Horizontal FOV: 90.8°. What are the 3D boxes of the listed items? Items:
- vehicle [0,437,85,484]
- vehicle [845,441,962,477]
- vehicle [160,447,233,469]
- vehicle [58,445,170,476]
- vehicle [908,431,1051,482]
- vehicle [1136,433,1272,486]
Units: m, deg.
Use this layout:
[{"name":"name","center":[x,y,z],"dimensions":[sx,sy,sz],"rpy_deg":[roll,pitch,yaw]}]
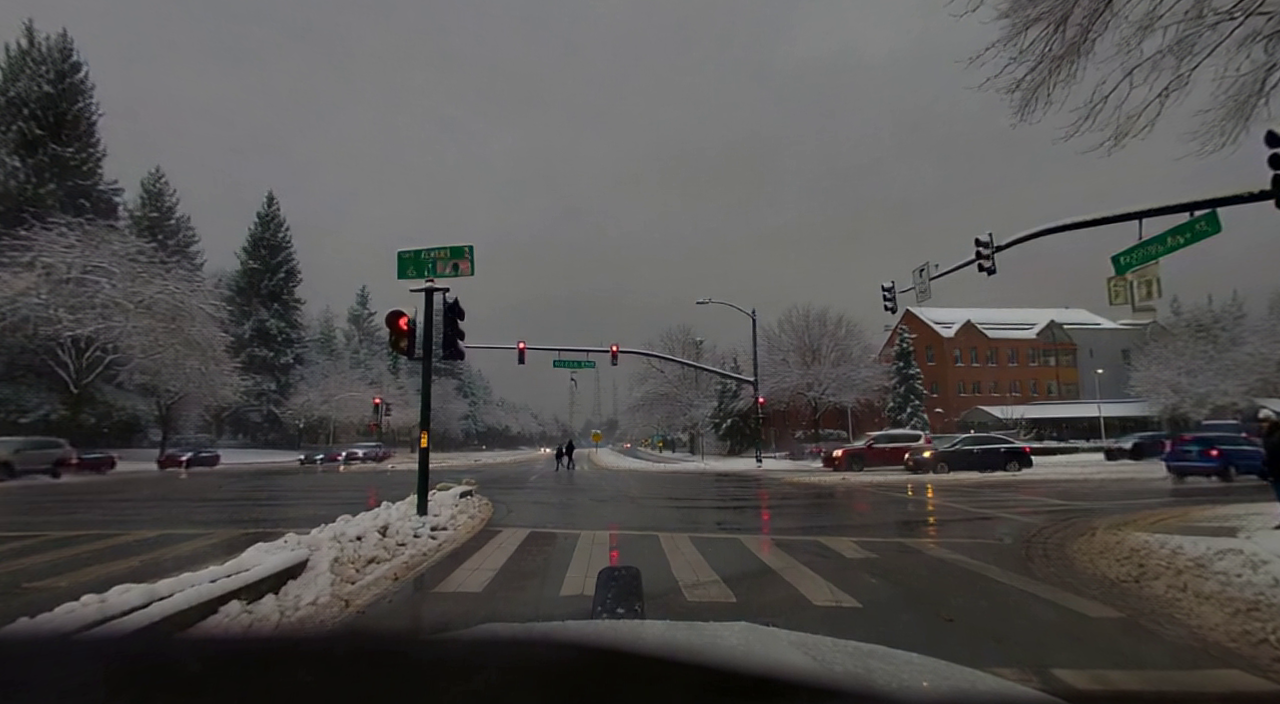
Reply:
[{"name":"vehicle","center":[-23.341,3.951,23.167],"dimensions":[2.056,1.604,4.436],"rpy_deg":[0,-8,-3]},{"name":"vehicle","center":[11.446,4.629,27.574],"dimensions":[4.317,1.491,1.896],"rpy_deg":[1,-9,-11]},{"name":"vehicle","center":[-31.269,7.476,44.724],"dimensions":[1.811,1.438,4.812],"rpy_deg":[0,-8,-2]},{"name":"vehicle","center":[-27.257,5.621,32.988],"dimensions":[2.006,1.459,4.720],"rpy_deg":[0,-8,-4]},{"name":"vehicle","center":[12.900,3.927,24.052],"dimensions":[4.742,1.762,2.180],"rpy_deg":[3,-9,-22]},{"name":"vehicle","center":[18.425,3.451,20.607],"dimensions":[4.312,1.540,2.007],"rpy_deg":[5,-10,-31]}]
